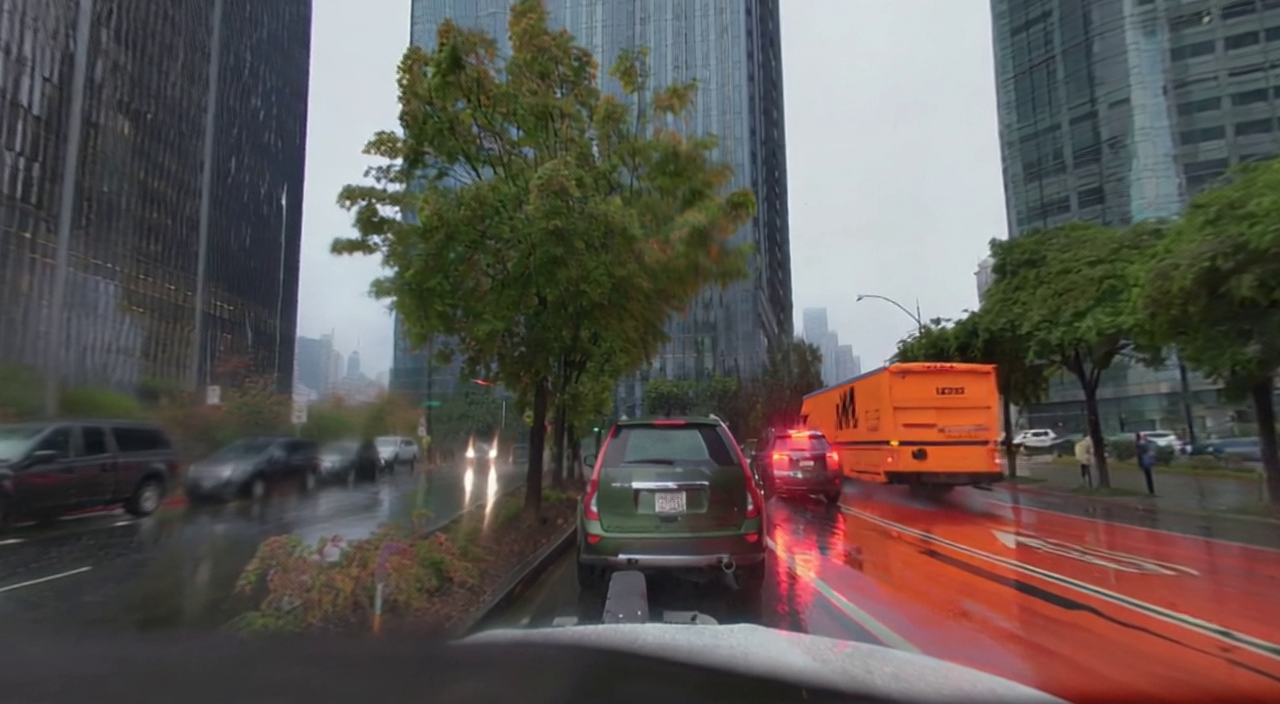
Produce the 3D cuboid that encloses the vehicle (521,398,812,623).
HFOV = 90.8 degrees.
[{"bbox_3d":[0.235,1.509,6.939,2.192,1.695,4.142,0,-8,1],"label":"vehicle"}]

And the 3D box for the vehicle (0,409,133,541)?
[{"bbox_3d":[-10.457,1.983,10.367,1.543,1.946,3.454,1,-9,-6],"label":"vehicle"}]

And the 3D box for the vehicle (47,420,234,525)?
[{"bbox_3d":[-10.805,2.583,13.999,1.482,2.019,3.297,0,-9,-4],"label":"vehicle"}]

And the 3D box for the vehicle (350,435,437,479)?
[{"bbox_3d":[-12.020,5.147,31.315,2.338,1.963,5.740,0,-9,-4],"label":"vehicle"}]

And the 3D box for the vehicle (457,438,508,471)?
[{"bbox_3d":[-9.126,5.981,37.017,2.198,1.779,4.926,1,-9,-7],"label":"vehicle"}]

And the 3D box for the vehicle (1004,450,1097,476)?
[{"bbox_3d":[28.087,7.550,43.331,5.153,1.626,1.895,-6,-10,34],"label":"vehicle"}]

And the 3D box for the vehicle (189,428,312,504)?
[{"bbox_3d":[-11.175,3.267,18.418,1.559,1.973,3.419,1,-9,-5],"label":"vehicle"}]

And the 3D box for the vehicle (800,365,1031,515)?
[{"bbox_3d":[6.727,2.395,17.139,3.113,3.116,7.650,0,-8,3],"label":"vehicle"}]

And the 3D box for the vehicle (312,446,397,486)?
[{"bbox_3d":[-11.517,4.587,25.800,1.791,1.463,4.210,0,-9,-4],"label":"vehicle"}]

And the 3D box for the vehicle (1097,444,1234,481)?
[{"bbox_3d":[30.884,6.505,37.462,5.890,1.996,2.155,-6,-10,34],"label":"vehicle"}]
